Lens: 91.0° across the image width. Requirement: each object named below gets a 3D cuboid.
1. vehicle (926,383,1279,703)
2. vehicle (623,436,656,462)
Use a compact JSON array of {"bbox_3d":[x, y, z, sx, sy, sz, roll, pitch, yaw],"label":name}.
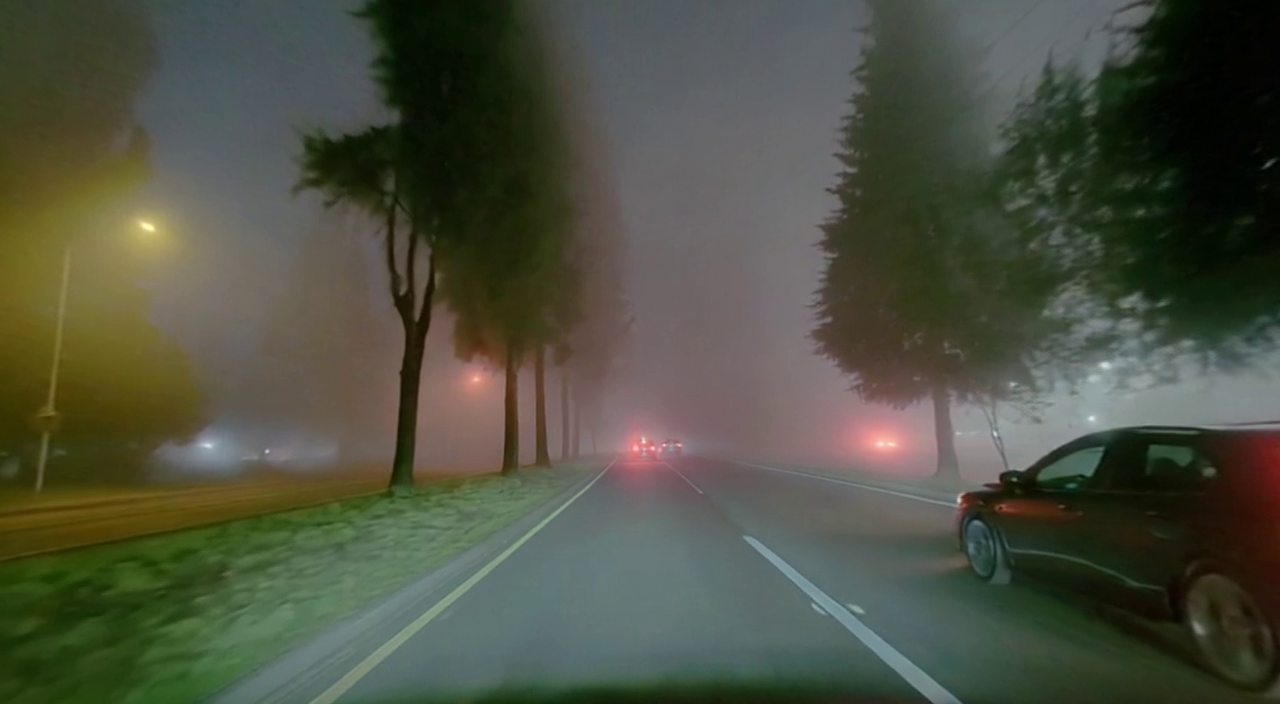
[{"bbox_3d":[4.254,1.142,4.299,2.235,1.597,4.918,0,-9,-1],"label":"vehicle"},{"bbox_3d":[-0.089,7.049,45.635,2.189,1.776,4.342,0,-9,-2],"label":"vehicle"}]
